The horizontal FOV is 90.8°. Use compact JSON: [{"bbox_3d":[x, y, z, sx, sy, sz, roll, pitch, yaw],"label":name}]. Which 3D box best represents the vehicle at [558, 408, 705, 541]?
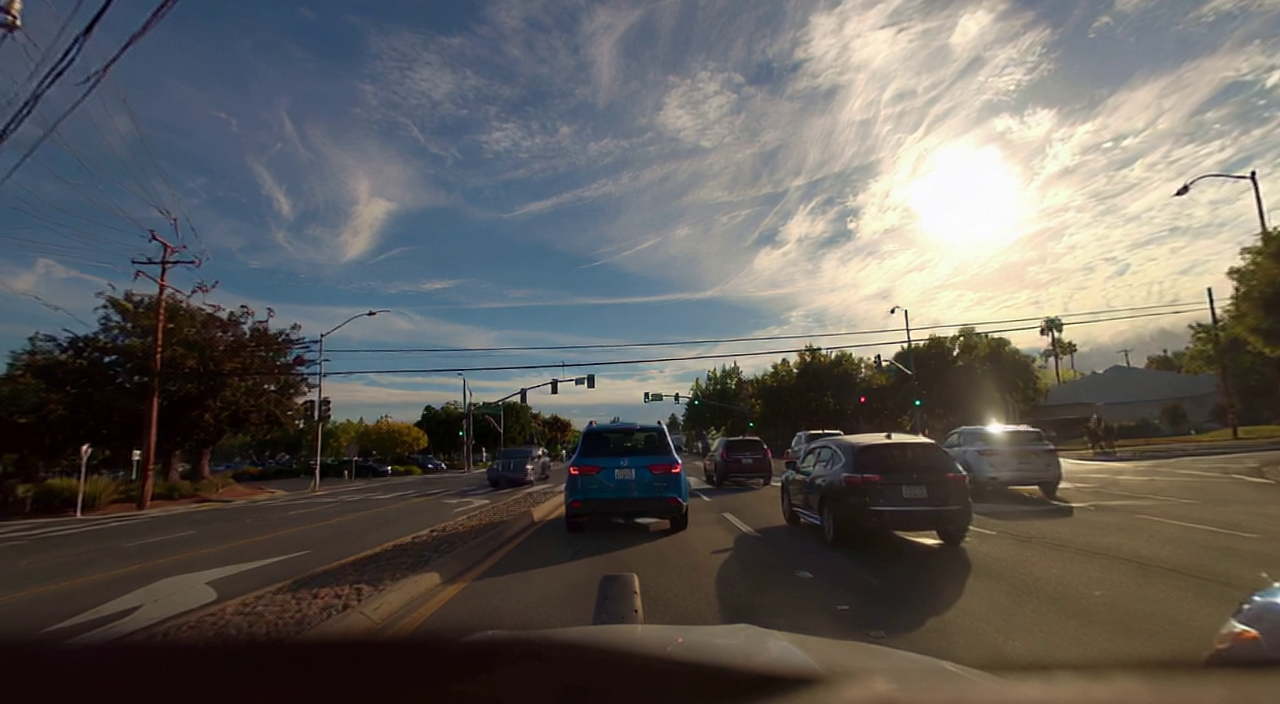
[{"bbox_3d":[-0.164,2.187,11.844,2.231,1.998,4.254,0,-8,-1],"label":"vehicle"}]

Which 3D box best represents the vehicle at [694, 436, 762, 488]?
[{"bbox_3d":[3.219,4.084,23.853,1.915,1.765,4.047,0,-8,-1],"label":"vehicle"}]

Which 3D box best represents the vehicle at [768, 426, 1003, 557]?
[{"bbox_3d":[3.457,2.034,9.995,1.880,1.579,4.401,0,-8,-1],"label":"vehicle"}]

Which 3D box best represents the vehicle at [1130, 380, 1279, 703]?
[{"bbox_3d":[3.292,0.638,0.788,1.889,1.517,4.308,0,-8,0],"label":"vehicle"}]

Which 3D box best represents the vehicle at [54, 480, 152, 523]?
[{"bbox_3d":[-26.383,7.361,31.024,4.526,1.715,1.989,-10,-13,27],"label":"vehicle"}]
